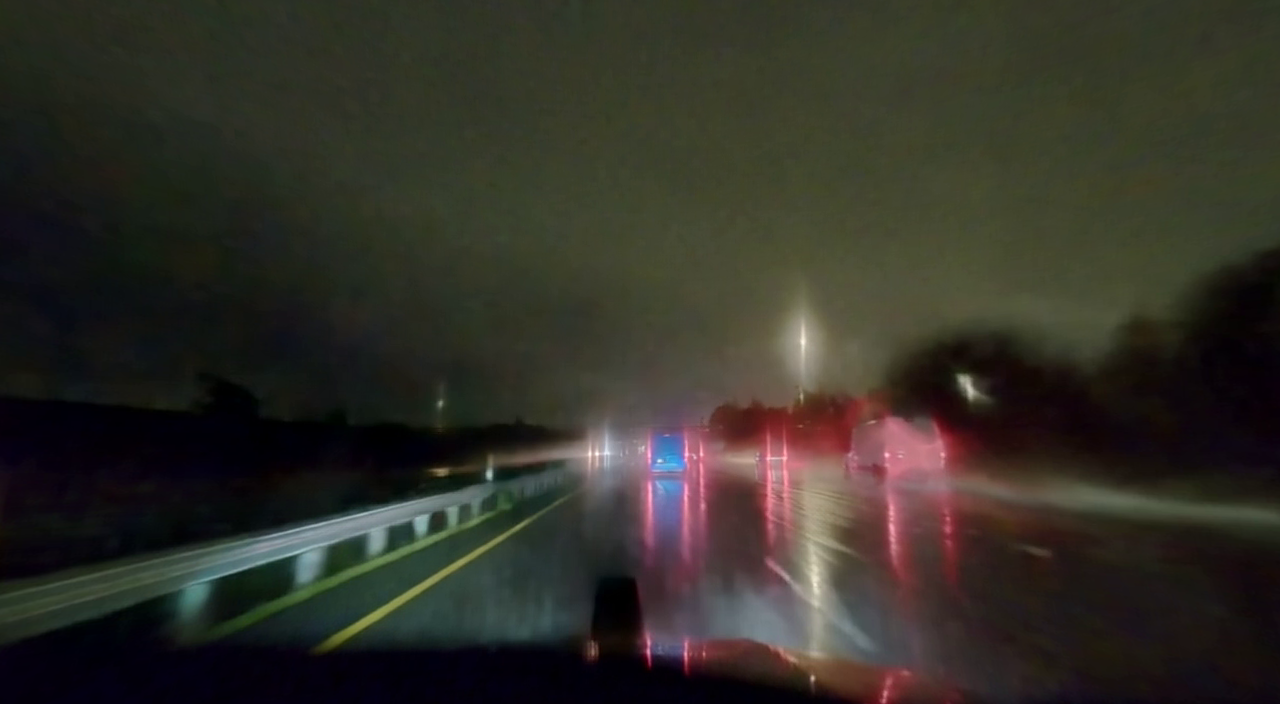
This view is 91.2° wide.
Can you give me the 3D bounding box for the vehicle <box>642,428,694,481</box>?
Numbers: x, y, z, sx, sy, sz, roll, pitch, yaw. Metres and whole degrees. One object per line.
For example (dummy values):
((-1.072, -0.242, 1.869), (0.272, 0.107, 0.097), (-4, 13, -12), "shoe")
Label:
((1.441, 5.560, 34.026), (2.560, 2.598, 5.581), (-1, -9, 1), "vehicle")
